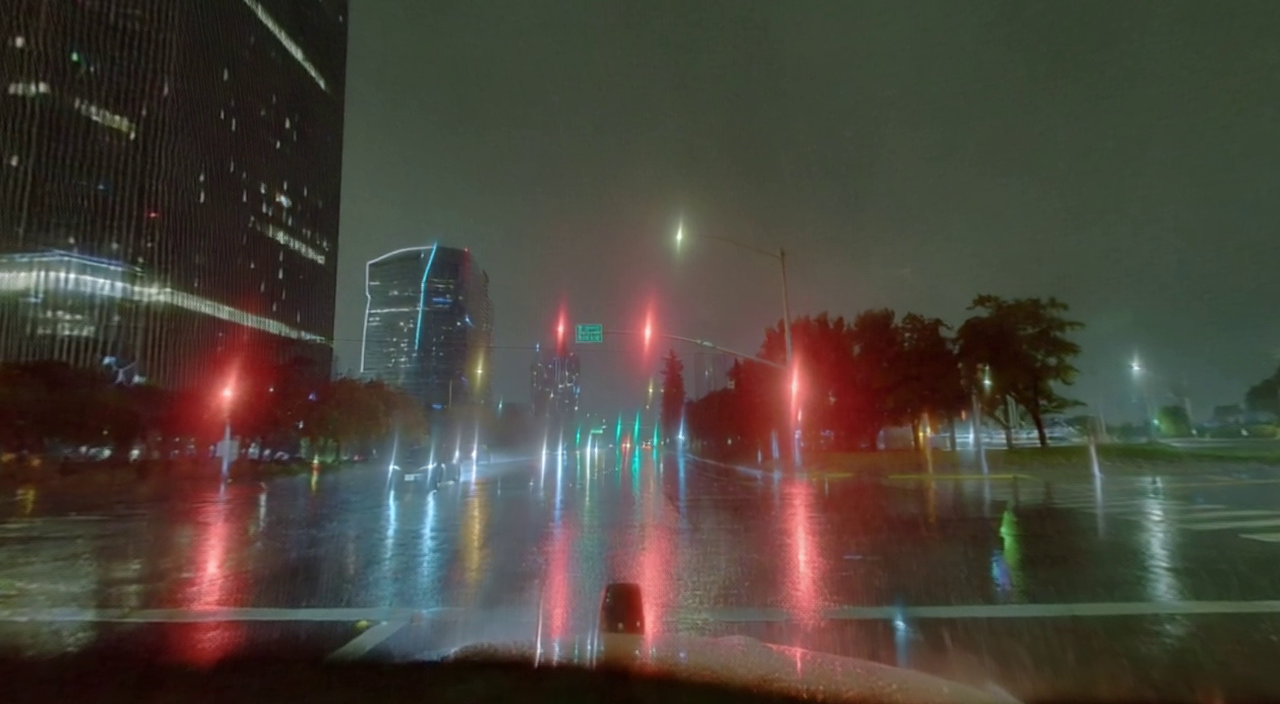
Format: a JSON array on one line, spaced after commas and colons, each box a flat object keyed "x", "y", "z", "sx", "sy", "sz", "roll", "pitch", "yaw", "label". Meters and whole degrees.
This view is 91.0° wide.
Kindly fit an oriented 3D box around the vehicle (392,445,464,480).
[{"x": -11.632, "y": 6.070, "z": 34.954, "sx": 2.069, "sy": 1.771, "sz": 4.947, "roll": 0, "pitch": -9, "yaw": 3, "label": "vehicle"}]
